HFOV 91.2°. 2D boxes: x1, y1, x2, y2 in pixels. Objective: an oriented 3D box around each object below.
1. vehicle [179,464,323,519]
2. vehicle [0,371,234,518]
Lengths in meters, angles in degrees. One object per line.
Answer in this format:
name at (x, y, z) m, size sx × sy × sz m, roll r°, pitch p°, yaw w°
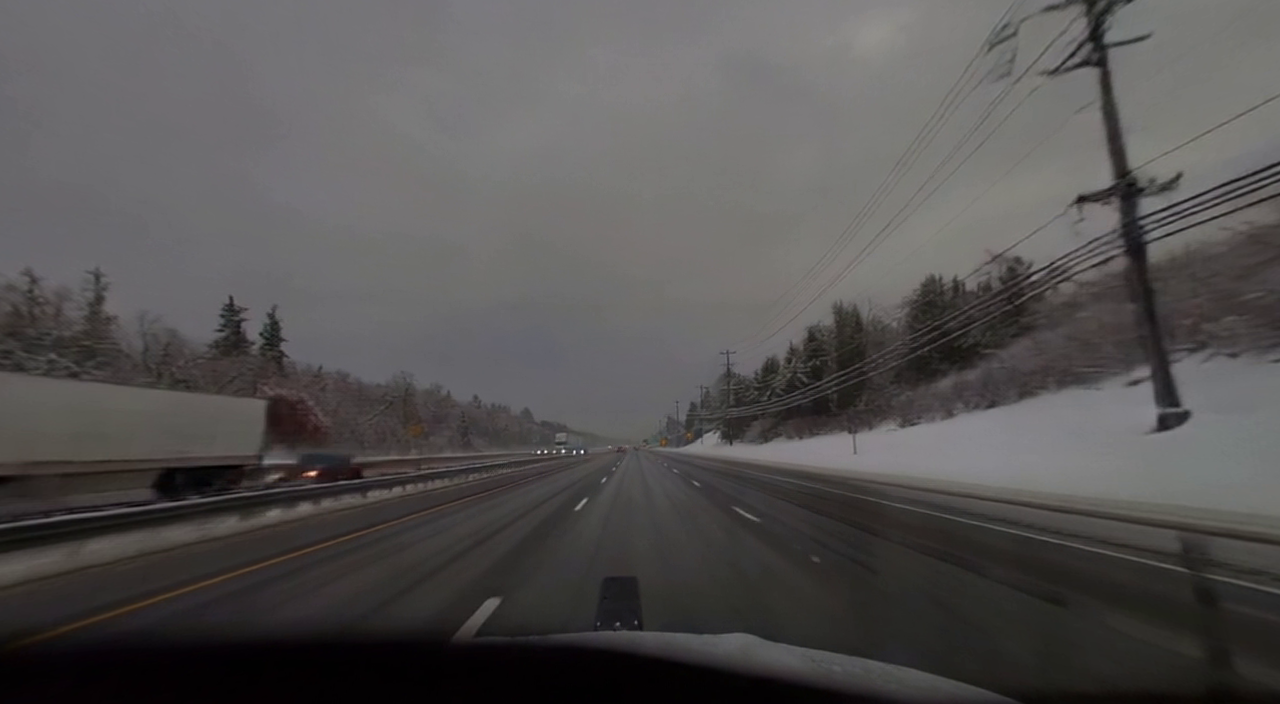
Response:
vehicle at (-12.024, 4.305, 19.757) m, size 2.053 × 1.445 × 3.969 m, roll 0°, pitch -9°, yaw -1°
vehicle at (-19.584, 3.061, 20.541) m, size 3.123 × 4.065 × 14.086 m, roll 0°, pitch -9°, yaw 0°
